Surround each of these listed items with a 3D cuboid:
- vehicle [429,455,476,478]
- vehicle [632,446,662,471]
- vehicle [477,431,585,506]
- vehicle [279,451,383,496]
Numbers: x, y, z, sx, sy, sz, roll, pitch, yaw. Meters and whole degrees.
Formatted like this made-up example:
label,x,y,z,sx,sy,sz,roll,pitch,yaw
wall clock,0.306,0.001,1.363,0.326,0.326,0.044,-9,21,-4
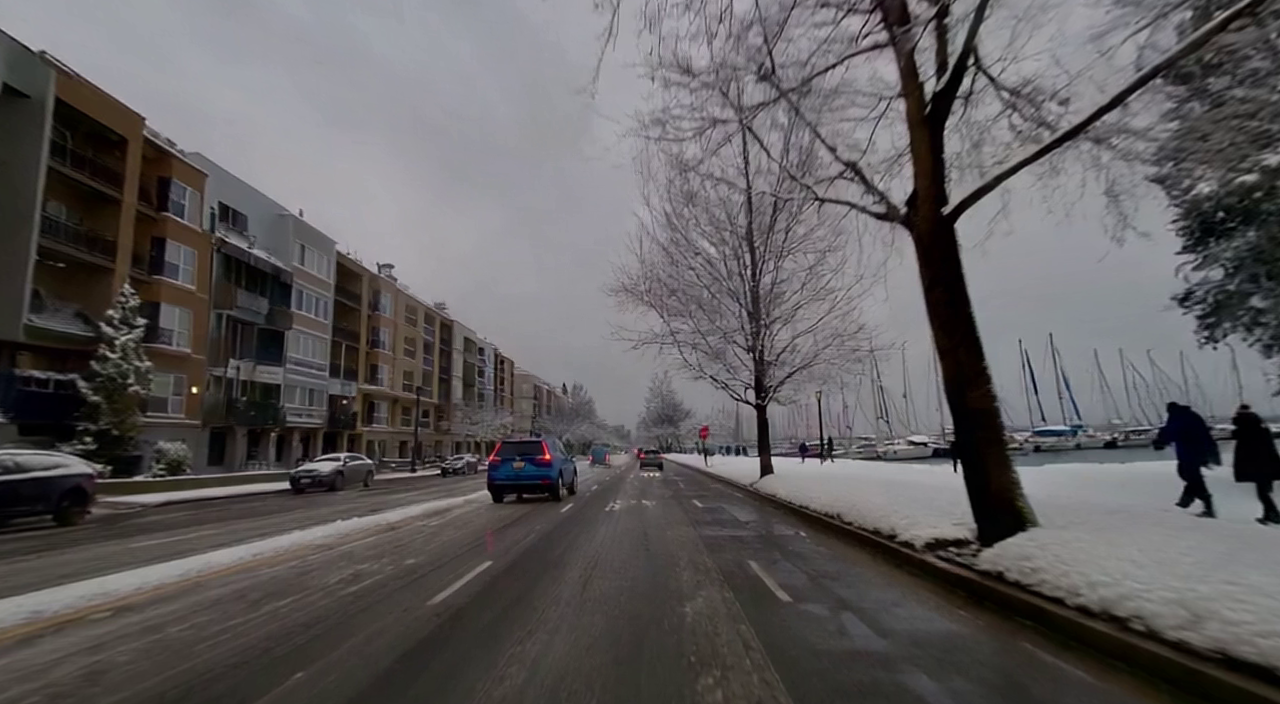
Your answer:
label,x,y,z,sx,sy,sz,roll,pitch,yaw
vehicle,-13.274,8.127,44.999,1.871,1.463,4.555,-1,-9,1
vehicle,0.527,7.482,44.558,2.057,1.624,3.726,-1,-9,2
vehicle,-2.912,3.238,17.998,2.082,1.817,4.724,-1,-9,2
vehicle,-13.288,5.221,27.489,2.128,1.716,4.479,-1,-9,2
